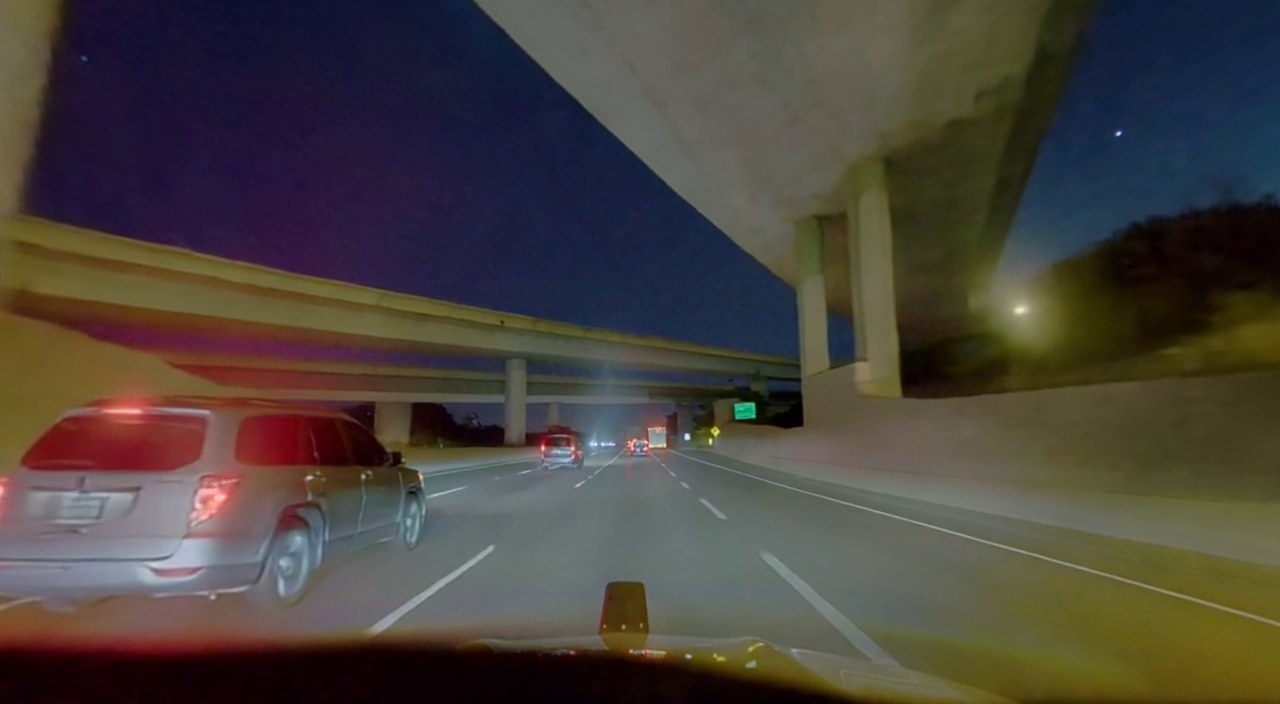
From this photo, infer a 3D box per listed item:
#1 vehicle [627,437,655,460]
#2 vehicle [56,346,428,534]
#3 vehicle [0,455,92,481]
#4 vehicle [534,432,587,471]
[{"bbox_3d":[0.032,7.461,48.722,2.052,1.711,4.223,0,-8,-1],"label":"vehicle"},{"bbox_3d":[-7.507,1.965,13.818,2.872,2.890,7.923,1,-9,0],"label":"vehicle"},{"bbox_3d":[-36.116,7.000,38.307,1.787,1.415,4.159,-1,-9,2],"label":"vehicle"},{"bbox_3d":[-4.226,5.404,34.342,2.147,1.918,4.834,0,-8,1],"label":"vehicle"}]
